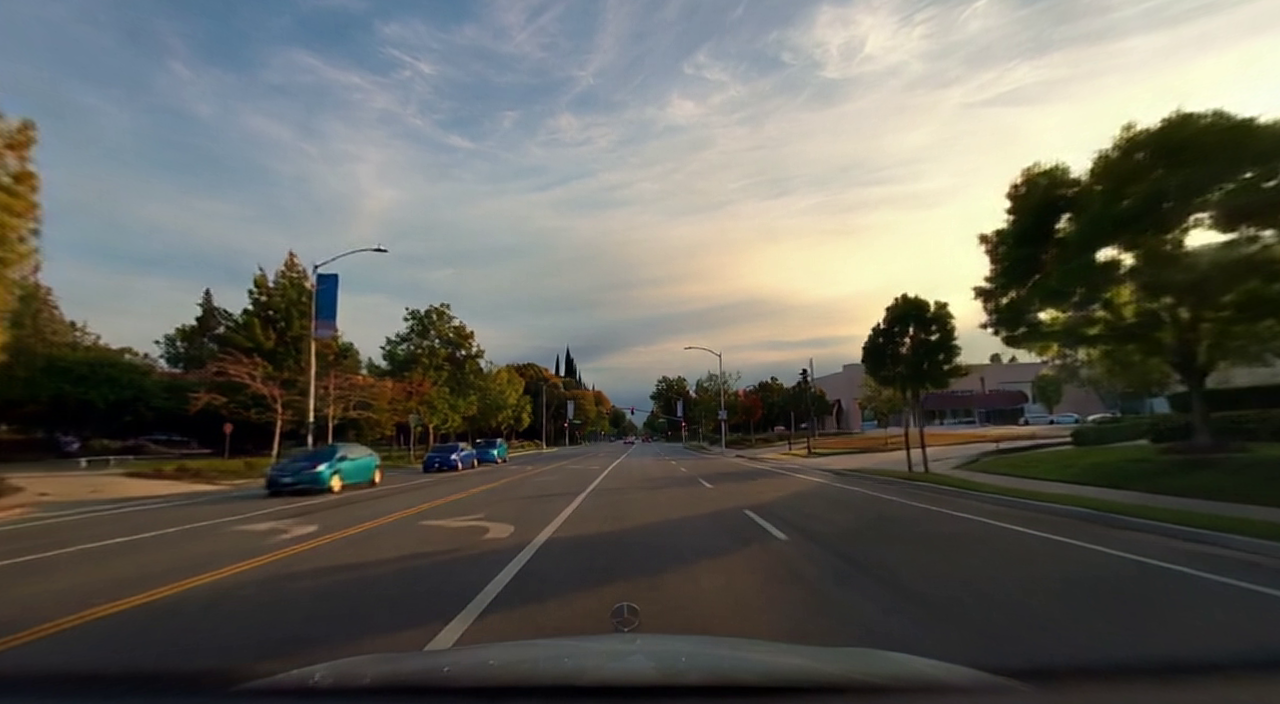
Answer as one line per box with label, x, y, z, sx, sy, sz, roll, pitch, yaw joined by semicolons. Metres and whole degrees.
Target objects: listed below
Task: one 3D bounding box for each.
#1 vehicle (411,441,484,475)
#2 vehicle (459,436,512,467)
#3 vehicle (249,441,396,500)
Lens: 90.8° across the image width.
vehicle;-8.934;4.923;29.699;1.940;1.452;4.441;0;-8;1
vehicle;-9.152;5.914;37.838;2.066;1.709;4.509;0;-8;-1
vehicle;-8.899;3.310;18.207;1.959;1.469;4.369;0;-8;0
